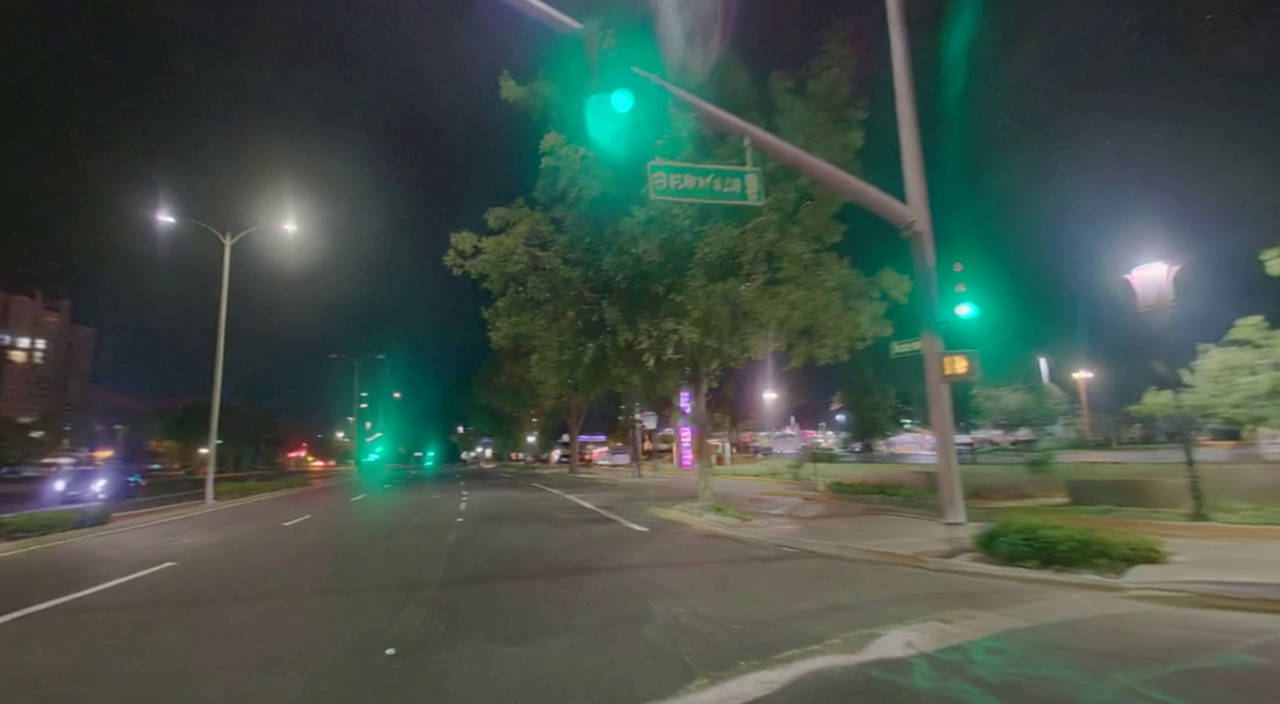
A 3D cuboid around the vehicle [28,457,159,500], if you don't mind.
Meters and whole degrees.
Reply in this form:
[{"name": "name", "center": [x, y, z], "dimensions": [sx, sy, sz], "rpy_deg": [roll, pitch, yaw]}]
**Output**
[{"name": "vehicle", "center": [-22.373, 5.149, 26.166], "dimensions": [2.152, 1.521, 4.767], "rpy_deg": [2, -9, -16]}]
